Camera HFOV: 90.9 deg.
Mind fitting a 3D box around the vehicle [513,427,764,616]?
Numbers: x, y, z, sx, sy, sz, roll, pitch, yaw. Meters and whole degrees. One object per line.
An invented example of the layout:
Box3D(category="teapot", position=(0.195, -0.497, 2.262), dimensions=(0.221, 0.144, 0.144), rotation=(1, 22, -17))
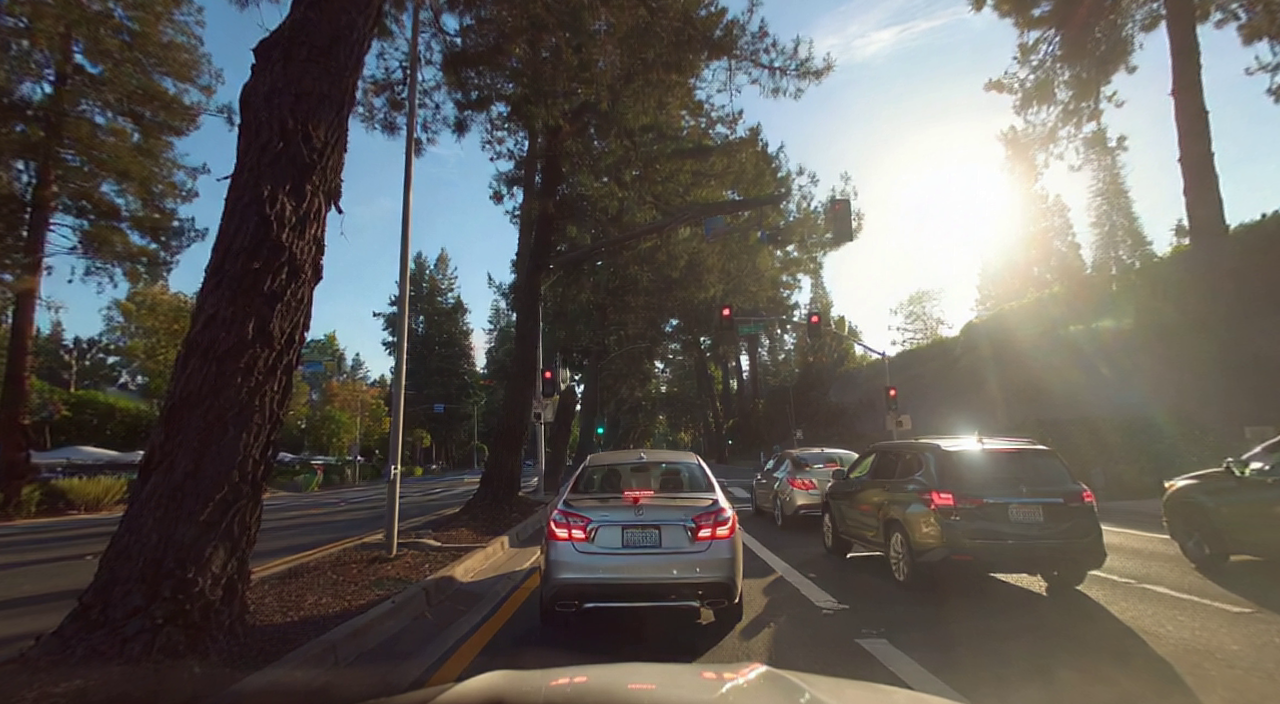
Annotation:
Box3D(category="vehicle", position=(0.010, 1.679, 7.100), dimensions=(2.015, 1.502, 3.898), rotation=(0, -9, 1))

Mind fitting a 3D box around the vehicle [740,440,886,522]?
Box3D(category="vehicle", position=(3.533, 2.721, 13.825), dimensions=(1.934, 1.494, 4.446), rotation=(0, -9, 0))

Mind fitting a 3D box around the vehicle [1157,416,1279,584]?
Box3D(category="vehicle", position=(6.939, 1.337, 5.570), dimensions=(1.783, 1.572, 3.421), rotation=(0, -9, 1))

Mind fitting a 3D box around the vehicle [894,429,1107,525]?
Box3D(category="vehicle", position=(7.022, 2.468, 12.903), dimensions=(1.923, 1.611, 4.094), rotation=(0, -9, 0))
